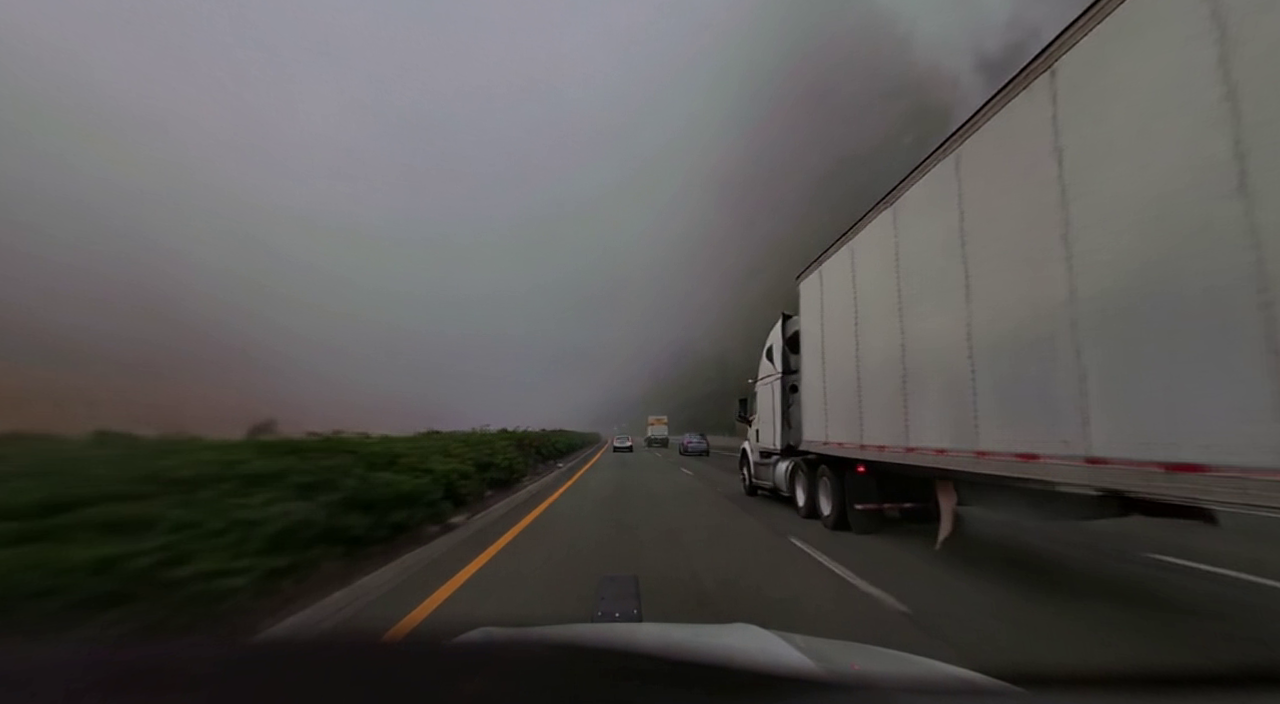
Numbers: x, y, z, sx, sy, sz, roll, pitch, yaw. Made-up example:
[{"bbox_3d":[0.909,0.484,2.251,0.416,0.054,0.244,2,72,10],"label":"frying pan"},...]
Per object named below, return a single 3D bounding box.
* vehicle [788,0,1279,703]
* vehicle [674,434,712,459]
[{"bbox_3d":[4.290,-0.166,4.160,2.965,4.033,14.299,0,-7,-1],"label":"vehicle"},{"bbox_3d":[3.237,5.886,39.377,1.813,1.454,4.197,0,-7,-2],"label":"vehicle"}]
